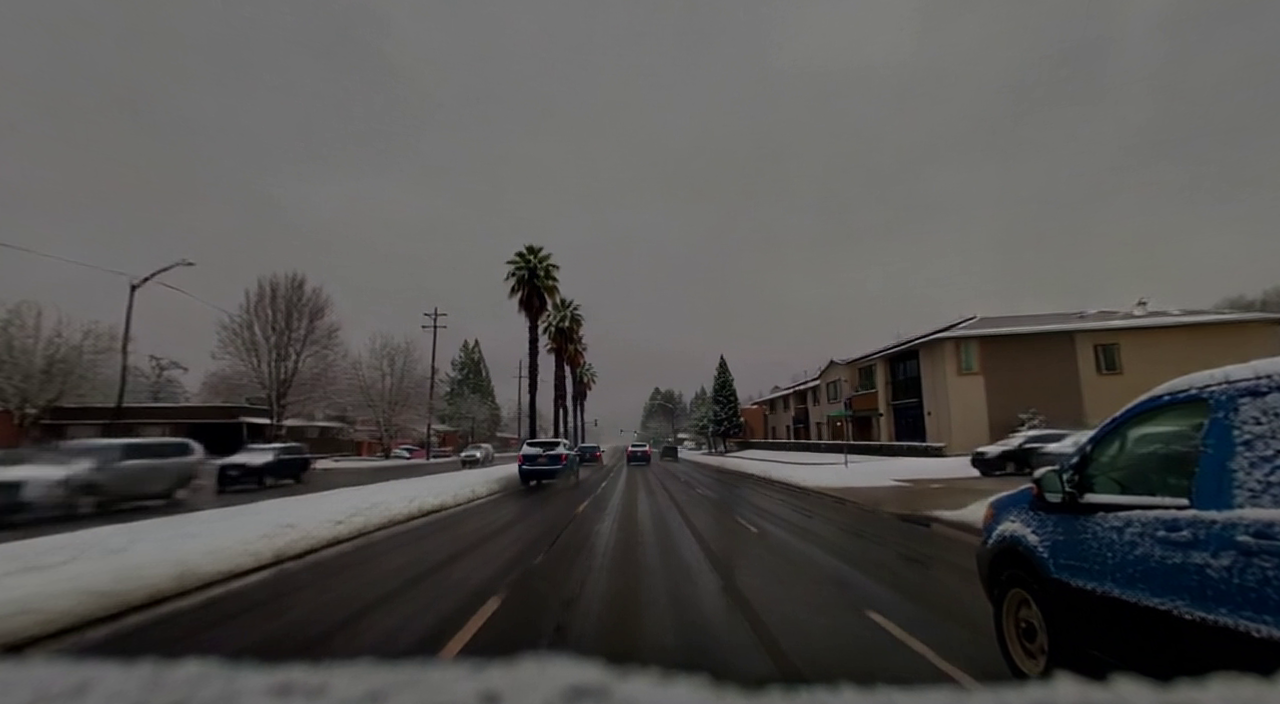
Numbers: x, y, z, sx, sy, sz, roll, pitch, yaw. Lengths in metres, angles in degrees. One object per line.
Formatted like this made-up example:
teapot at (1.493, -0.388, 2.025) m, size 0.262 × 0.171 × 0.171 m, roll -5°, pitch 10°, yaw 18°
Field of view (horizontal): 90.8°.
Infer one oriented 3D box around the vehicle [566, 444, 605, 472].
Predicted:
vehicle at (-3.013, 5.957, 35.718) m, size 1.869 × 1.454 × 4.142 m, roll 0°, pitch -8°, yaw -1°

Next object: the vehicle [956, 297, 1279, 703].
vehicle at (3.683, 0.755, 2.599) m, size 2.234 × 1.912 × 4.847 m, roll 0°, pitch -9°, yaw 0°

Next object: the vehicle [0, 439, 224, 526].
vehicle at (-11.881, 2.803, 14.219) m, size 1.989 × 1.631 × 4.500 m, roll 0°, pitch -8°, yaw -1°

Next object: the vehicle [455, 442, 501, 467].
vehicle at (-12.171, 7.716, 47.863) m, size 2.242 × 1.770 × 4.782 m, roll 0°, pitch -9°, yaw 0°

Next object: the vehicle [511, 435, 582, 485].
vehicle at (-3.413, 4.042, 23.861) m, size 1.967 × 1.703 × 4.157 m, roll 0°, pitch -8°, yaw 1°

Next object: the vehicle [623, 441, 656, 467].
vehicle at (-0.078, 7.168, 44.611) m, size 2.191 × 1.761 × 3.857 m, roll 0°, pitch -8°, yaw -2°

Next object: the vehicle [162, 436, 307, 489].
vehicle at (-18.666, 5.098, 29.640) m, size 2.694 × 2.177 × 6.297 m, roll 0°, pitch -9°, yaw -1°
